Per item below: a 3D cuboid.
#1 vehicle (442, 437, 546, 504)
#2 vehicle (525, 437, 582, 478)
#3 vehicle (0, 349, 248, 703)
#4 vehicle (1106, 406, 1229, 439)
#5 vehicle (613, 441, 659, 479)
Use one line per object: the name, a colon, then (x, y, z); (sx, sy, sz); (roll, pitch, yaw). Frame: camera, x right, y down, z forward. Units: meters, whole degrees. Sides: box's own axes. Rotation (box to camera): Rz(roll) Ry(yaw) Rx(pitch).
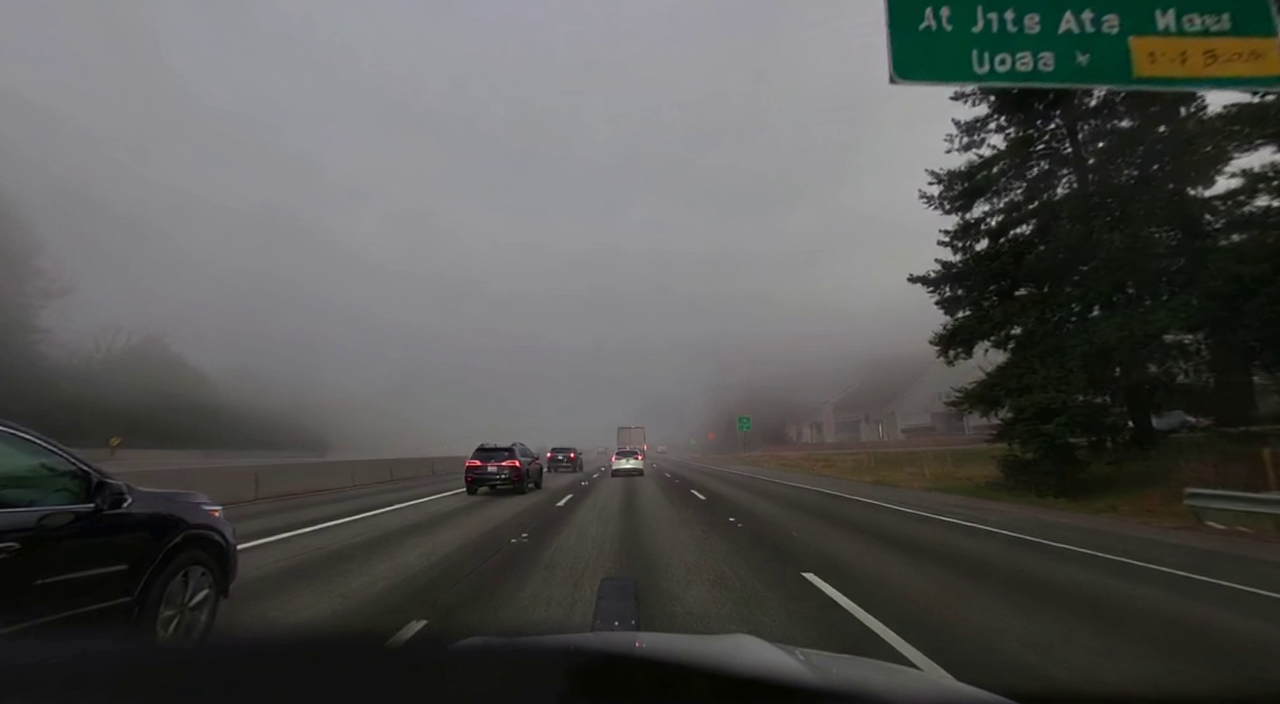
vehicle: (-3.962, 3.279, 17.914); (1.988, 1.668, 4.021); (0, -9, 0)
vehicle: (-4.399, 5.490, 33.085); (2.301, 1.944, 5.482); (0, -9, -1)
vehicle: (-3.524, 0.741, 1.728); (2.027, 1.713, 4.490); (0, -9, -1)
vehicle: (26.300, 3.600, 31.653); (1.894, 1.458, 4.268); (6, -10, -33)
vehicle: (-0.232, 5.212, 30.847); (2.063, 1.703, 4.203); (0, -9, -1)
